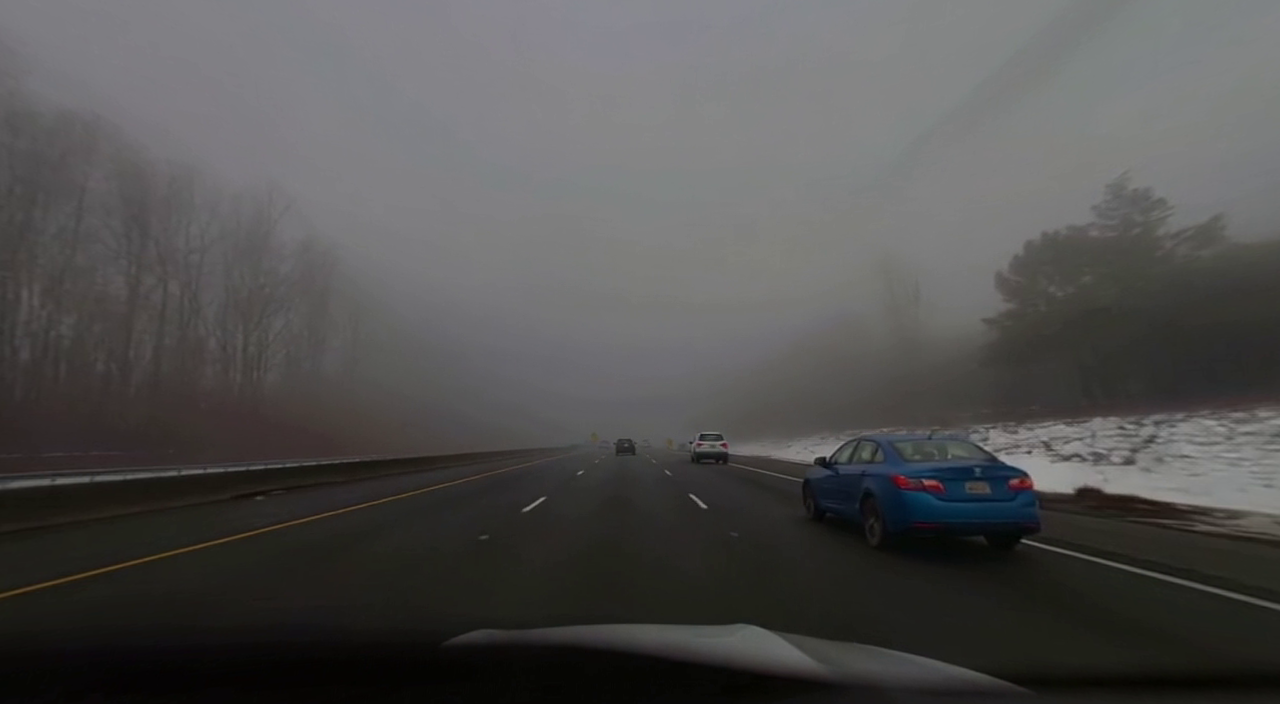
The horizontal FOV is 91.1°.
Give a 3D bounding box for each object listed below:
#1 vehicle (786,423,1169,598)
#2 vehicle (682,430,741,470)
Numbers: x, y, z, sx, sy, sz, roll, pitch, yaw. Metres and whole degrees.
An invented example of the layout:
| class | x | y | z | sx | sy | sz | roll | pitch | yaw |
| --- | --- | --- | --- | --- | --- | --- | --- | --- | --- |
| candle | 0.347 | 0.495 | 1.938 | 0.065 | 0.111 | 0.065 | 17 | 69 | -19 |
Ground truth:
| class | x | y | z | sx | sy | sz | roll | pitch | yaw |
| --- | --- | --- | --- | --- | --- | --- | --- | --- | --- |
| vehicle | 3.458 | 1.683 | 7.792 | 2.056 | 1.479 | 4.660 | 0 | -8 | -2 |
| vehicle | 3.201 | 4.498 | 29.077 | 2.098 | 1.677 | 4.275 | 0 | -8 | -2 |
